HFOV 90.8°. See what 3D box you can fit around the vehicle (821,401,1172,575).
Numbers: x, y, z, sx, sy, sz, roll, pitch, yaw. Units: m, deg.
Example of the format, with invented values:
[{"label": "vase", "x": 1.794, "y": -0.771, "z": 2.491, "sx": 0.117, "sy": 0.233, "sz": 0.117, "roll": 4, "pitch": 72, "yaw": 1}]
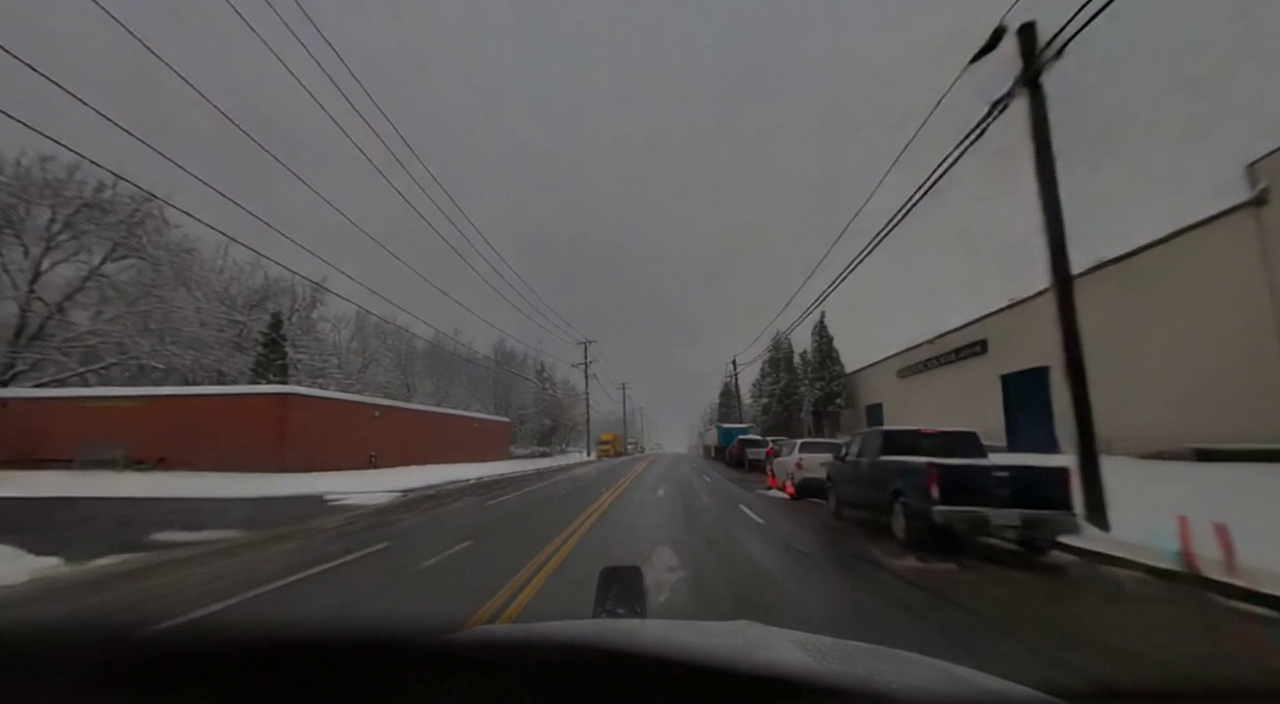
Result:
[{"label": "vehicle", "x": 4.450, "y": 1.820, "z": 9.276, "sx": 2.009, "sy": 1.776, "sz": 5.440, "roll": 0, "pitch": -9, "yaw": 1}]
